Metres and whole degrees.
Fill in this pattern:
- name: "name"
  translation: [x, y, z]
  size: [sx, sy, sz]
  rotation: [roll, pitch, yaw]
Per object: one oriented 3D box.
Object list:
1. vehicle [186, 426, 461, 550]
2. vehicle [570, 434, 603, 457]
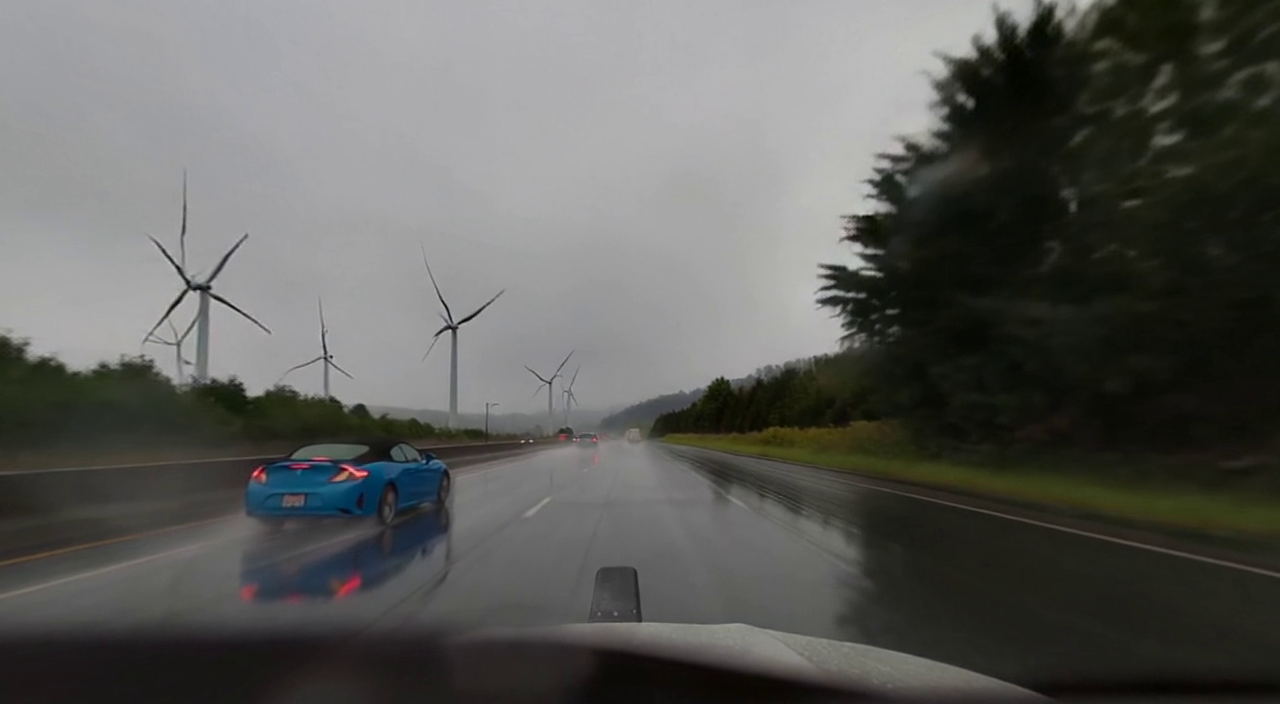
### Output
- name: "vehicle"
  translation: [-4.245, 1.856, 9.399]
  size: [1.969, 1.413, 4.194]
  rotation: [0, -8, -1]
- name: "vehicle"
  translation: [-3.560, 6.305, 42.458]
  size: [2.024, 1.456, 3.754]
  rotation: [0, -8, -2]
